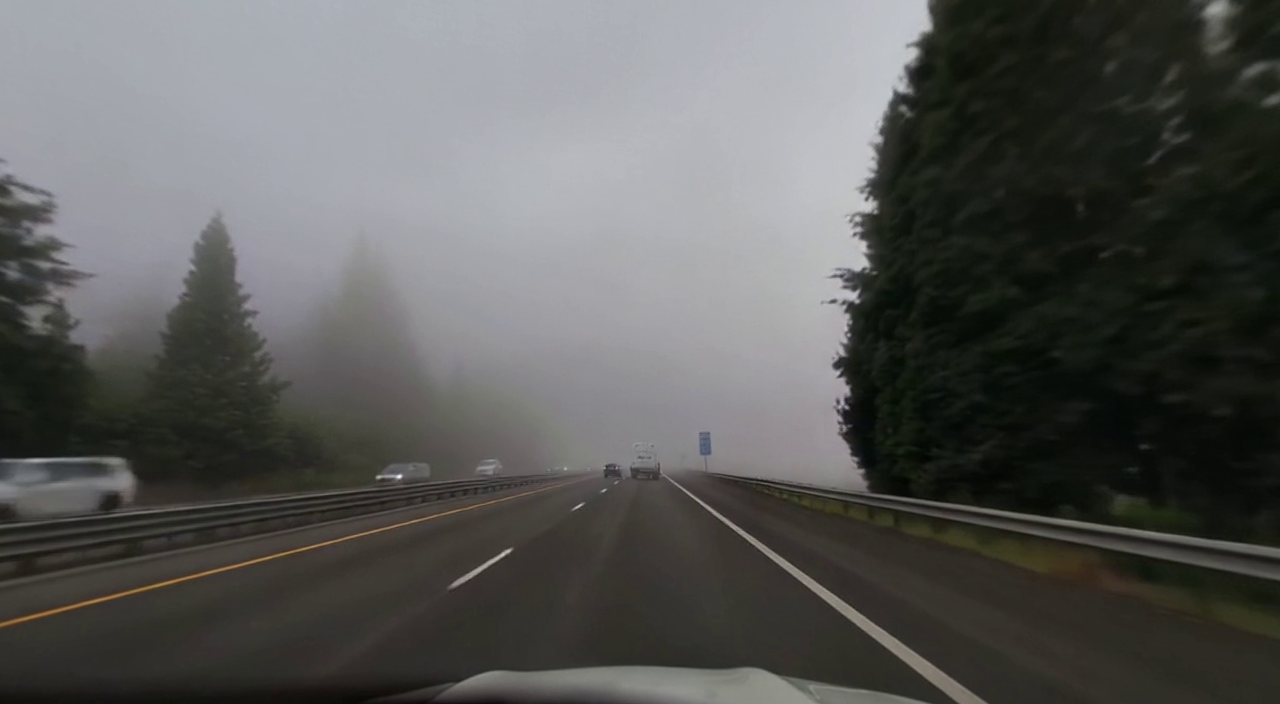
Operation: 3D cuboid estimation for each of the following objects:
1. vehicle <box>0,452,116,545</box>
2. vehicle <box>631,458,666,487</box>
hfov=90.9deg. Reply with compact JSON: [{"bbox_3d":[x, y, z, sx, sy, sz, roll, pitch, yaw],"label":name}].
[{"bbox_3d":[-11.210,2.365,10.222,1.894,1.469,3.976,1,-10,0],"label":"vehicle"},{"bbox_3d":[0.466,7.520,39.308,2.048,1.663,4.377,1,-10,0],"label":"vehicle"}]
